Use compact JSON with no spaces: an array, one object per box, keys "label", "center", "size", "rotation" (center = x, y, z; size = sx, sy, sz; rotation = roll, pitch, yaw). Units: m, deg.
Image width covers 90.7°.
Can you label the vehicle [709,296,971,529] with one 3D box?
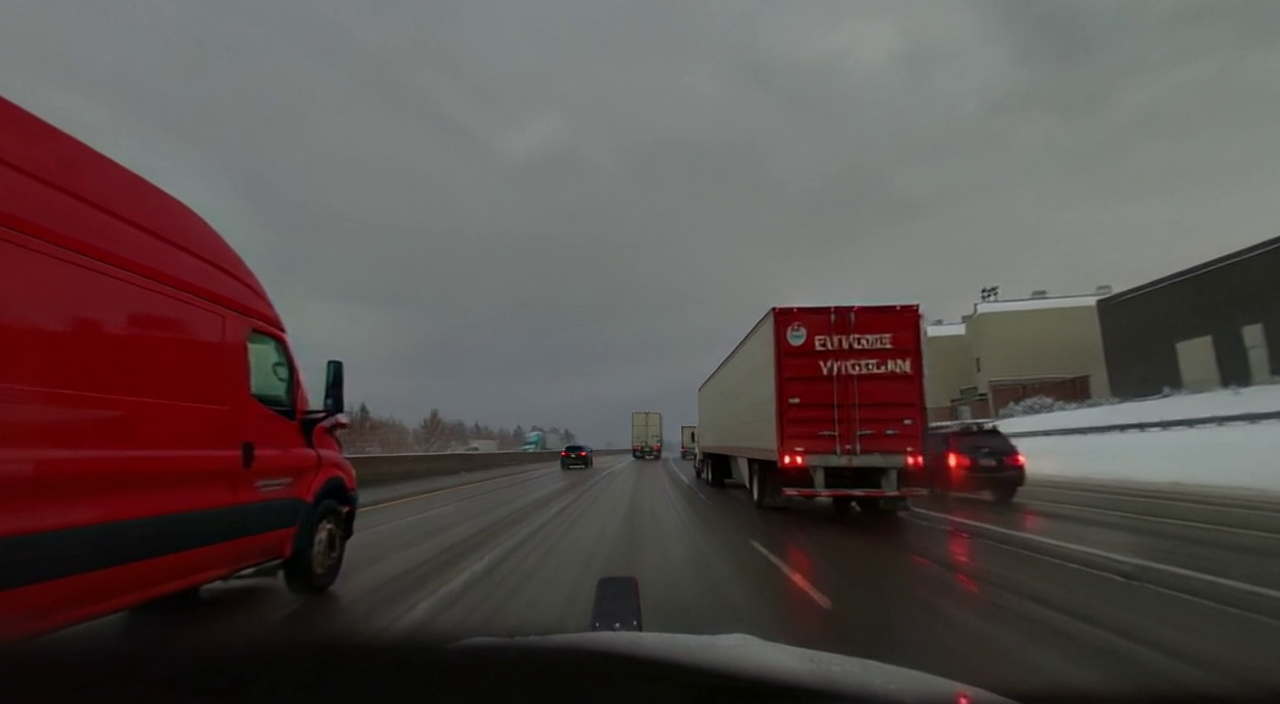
[{"label":"vehicle","center":[4.092,1.970,17.439],"size":[2.951,3.974,13.340],"rotation":[-1,-8,1]}]

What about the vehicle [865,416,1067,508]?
[{"label":"vehicle","center":[7.977,2.776,16.415],"size":[2.216,1.918,5.742],"rotation":[1,-9,0]}]

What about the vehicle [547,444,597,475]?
[{"label":"vehicle","center":[-3.430,5.493,32.636],"size":[2.024,1.472,4.014],"rotation":[-1,-8,1]}]

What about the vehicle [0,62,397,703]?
[{"label":"vehicle","center":[-3.783,0.406,3.078],"size":[2.557,2.855,6.674],"rotation":[0,-9,0]}]
